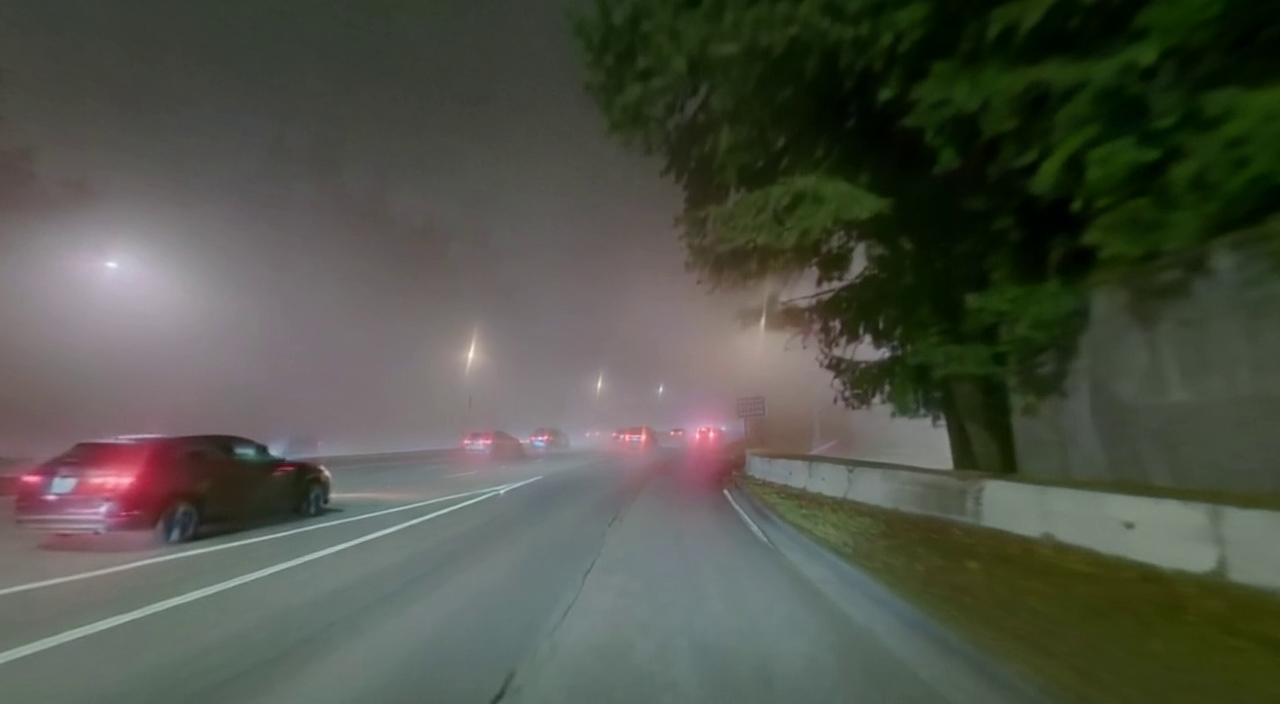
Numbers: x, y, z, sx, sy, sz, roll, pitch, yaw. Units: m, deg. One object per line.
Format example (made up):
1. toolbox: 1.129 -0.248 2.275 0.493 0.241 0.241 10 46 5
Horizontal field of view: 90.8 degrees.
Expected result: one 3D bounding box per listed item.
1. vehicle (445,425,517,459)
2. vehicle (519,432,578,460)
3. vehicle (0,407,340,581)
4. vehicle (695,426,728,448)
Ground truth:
1. vehicle: -8.934 5.128 35.904 2.089 1.736 4.662 -2 -8 12
2. vehicle: -5.032 5.233 35.351 1.860 1.442 4.332 -2 -8 12
3. vehicle: -6.468 1.704 8.498 2.082 1.638 4.644 -2 -8 8
4. vehicle: 5.629 6.716 49.555 2.012 1.622 4.166 -2 -9 13
